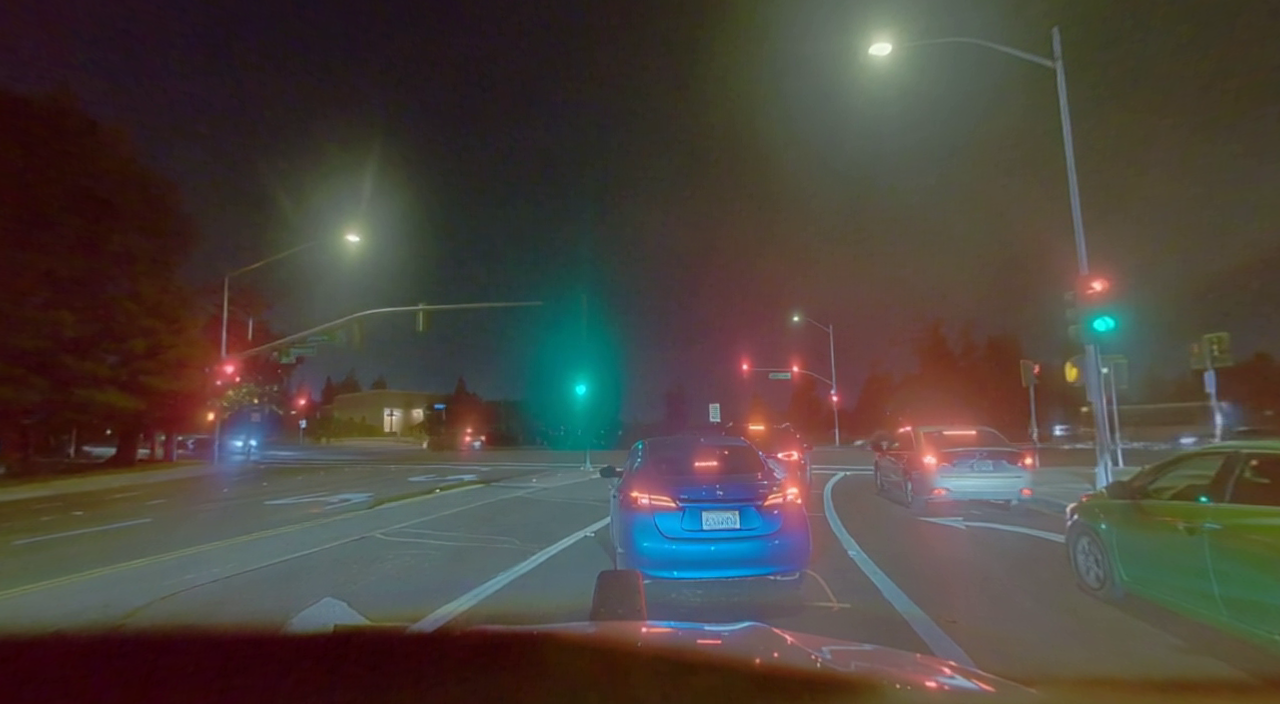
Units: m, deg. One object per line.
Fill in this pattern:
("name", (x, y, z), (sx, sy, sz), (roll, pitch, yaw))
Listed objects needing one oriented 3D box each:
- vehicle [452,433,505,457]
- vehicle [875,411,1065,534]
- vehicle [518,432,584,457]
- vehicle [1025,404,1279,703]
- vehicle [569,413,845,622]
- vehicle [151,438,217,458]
("vehicle", (-12.436, 7.117, 48.202), (1.972, 1.705, 4.457), (8, -11, -43))
("vehicle", (5.553, 2.044, 11.281), (2.102, 1.717, 4.373), (-2, -9, 16))
("vehicle", (-5.943, 6.109, 41.553), (1.932, 1.573, 4.509), (8, -12, -44))
("vehicle", (4.256, 1.055, 3.363), (1.954, 1.508, 4.441), (-1, -8, 6))
("vehicle", (0.859, 1.497, 6.690), (2.052, 1.483, 3.928), (-2, -8, 12))
("vehicle", (-35.337, 7.442, 48.660), (1.652, 1.433, 3.733), (-7, -11, 40))
